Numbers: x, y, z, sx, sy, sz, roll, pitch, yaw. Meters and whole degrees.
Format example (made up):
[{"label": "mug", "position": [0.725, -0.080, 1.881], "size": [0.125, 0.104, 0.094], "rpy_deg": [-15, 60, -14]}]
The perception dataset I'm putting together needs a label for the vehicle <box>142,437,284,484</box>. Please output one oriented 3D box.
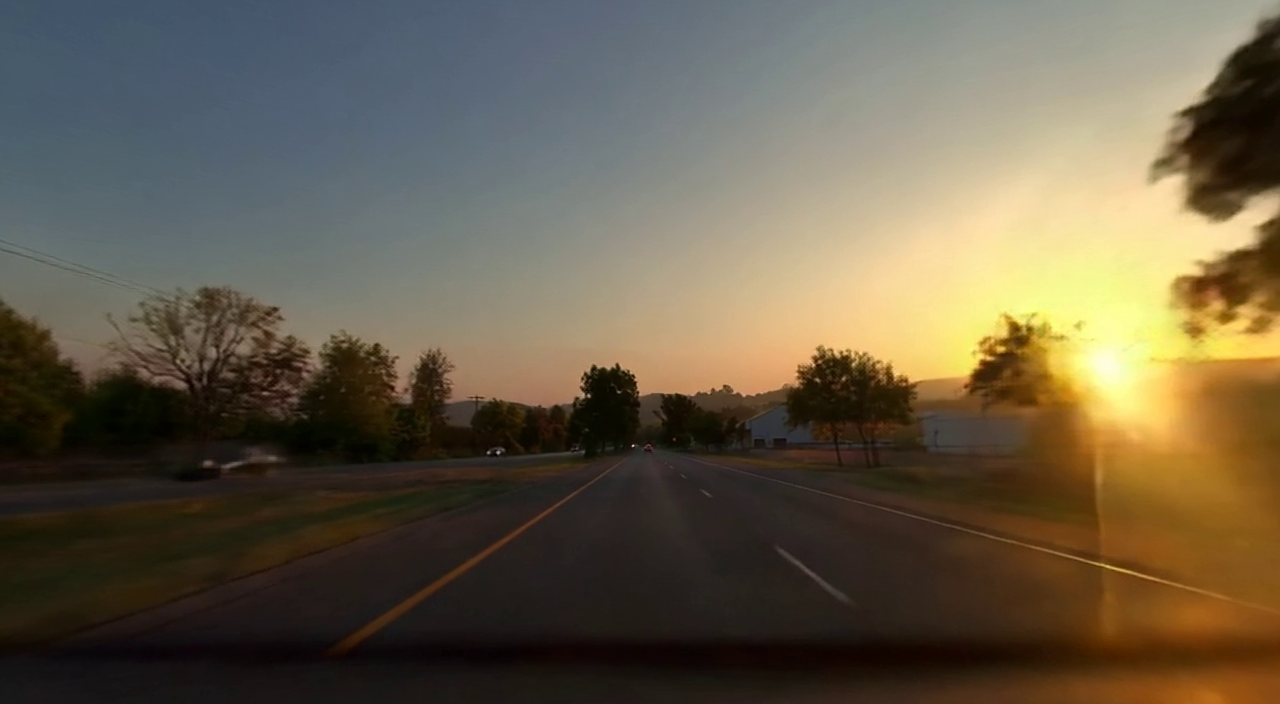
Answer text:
[{"label": "vehicle", "position": [-21.157, 5.389, 31.747], "size": [2.559, 2.066, 6.355], "rpy_deg": [-1, -8, 2]}]
